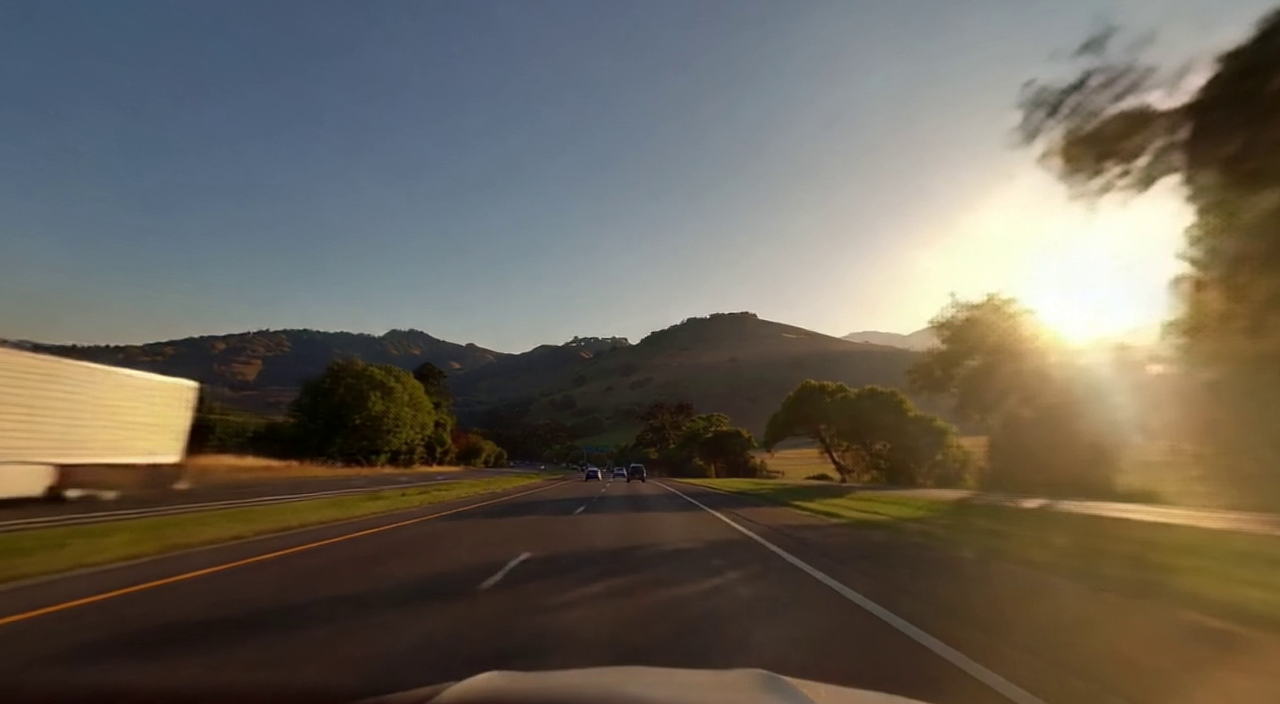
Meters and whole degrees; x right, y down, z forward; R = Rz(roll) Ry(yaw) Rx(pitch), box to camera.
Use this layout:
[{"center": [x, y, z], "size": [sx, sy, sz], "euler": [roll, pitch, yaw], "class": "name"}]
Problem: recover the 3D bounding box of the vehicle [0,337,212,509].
[{"center": [-16.891, 1.755, 15.419], "size": [3.181, 4.029, 14.087], "euler": [1, -11, -1], "class": "vehicle"}]
